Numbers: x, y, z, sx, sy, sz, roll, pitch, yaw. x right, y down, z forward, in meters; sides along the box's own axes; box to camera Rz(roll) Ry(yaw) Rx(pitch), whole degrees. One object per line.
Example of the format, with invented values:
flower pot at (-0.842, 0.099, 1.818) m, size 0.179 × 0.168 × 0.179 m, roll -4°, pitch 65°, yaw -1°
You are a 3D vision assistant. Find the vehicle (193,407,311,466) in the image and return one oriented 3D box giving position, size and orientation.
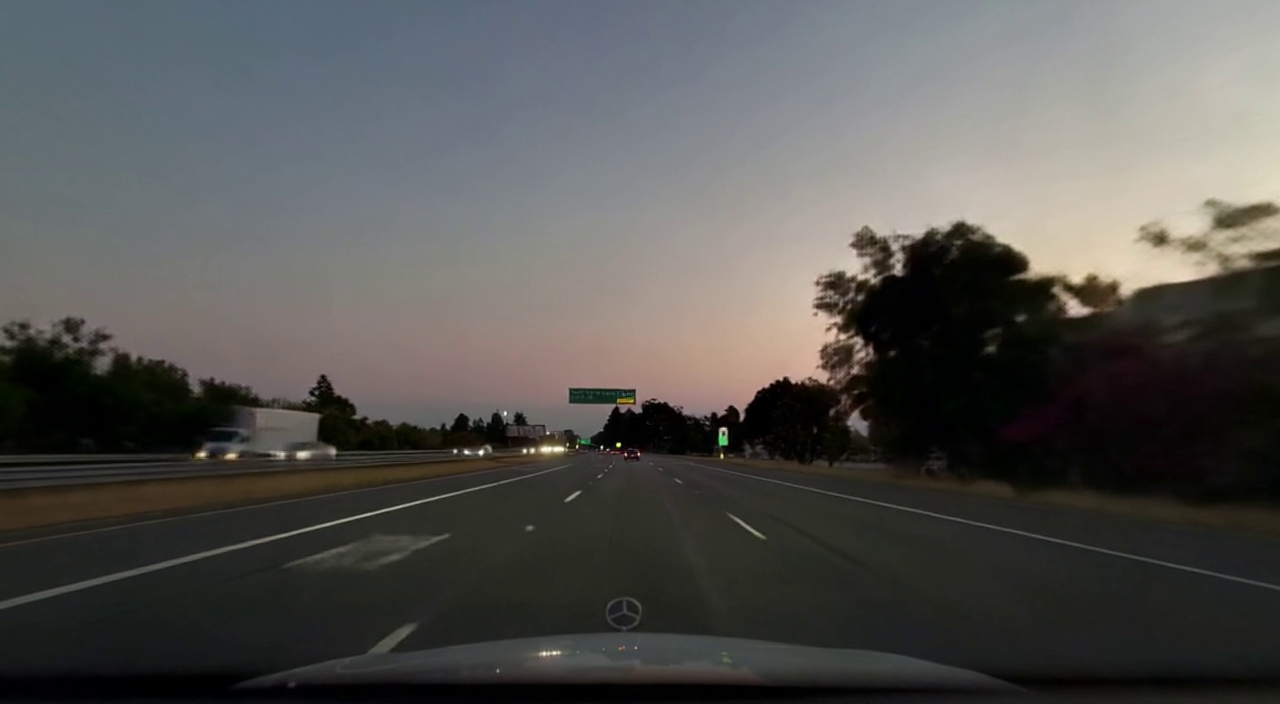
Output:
vehicle at (-24.886, 5.555, 41.065) m, size 2.606 × 3.427 × 7.794 m, roll 0°, pitch -9°, yaw 0°

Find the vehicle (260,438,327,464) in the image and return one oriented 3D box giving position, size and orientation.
vehicle at (-20.904, 5.993, 38.241) m, size 1.798 × 1.472 × 4.018 m, roll 0°, pitch -9°, yaw 0°
